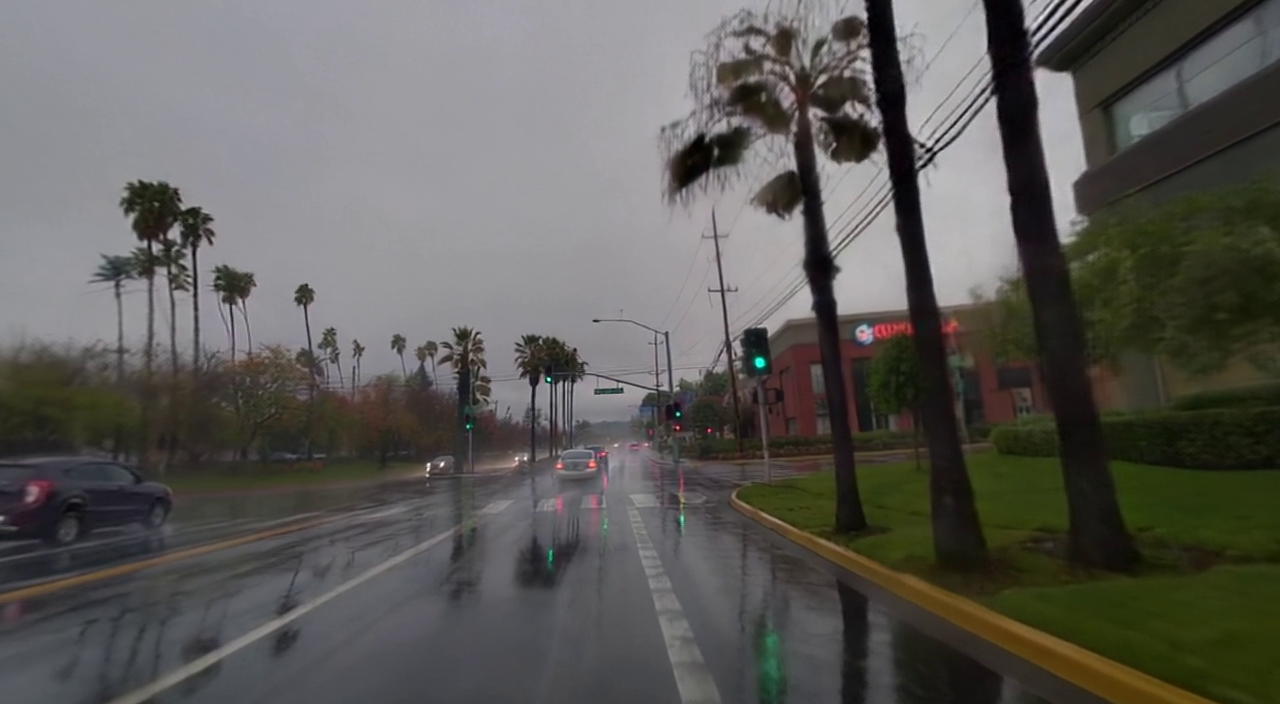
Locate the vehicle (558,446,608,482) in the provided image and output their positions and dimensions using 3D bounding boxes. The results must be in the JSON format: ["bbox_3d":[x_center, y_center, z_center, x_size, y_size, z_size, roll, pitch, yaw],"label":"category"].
[{"bbox_3d":[-2.515,5.022,28.746,2.063,1.474,4.334,0,-8,-2],"label":"vehicle"}]

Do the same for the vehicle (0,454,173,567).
[{"bbox_3d":[-11.721,2.892,12.071,2.050,1.811,4.752,0,-8,-2],"label":"vehicle"}]
